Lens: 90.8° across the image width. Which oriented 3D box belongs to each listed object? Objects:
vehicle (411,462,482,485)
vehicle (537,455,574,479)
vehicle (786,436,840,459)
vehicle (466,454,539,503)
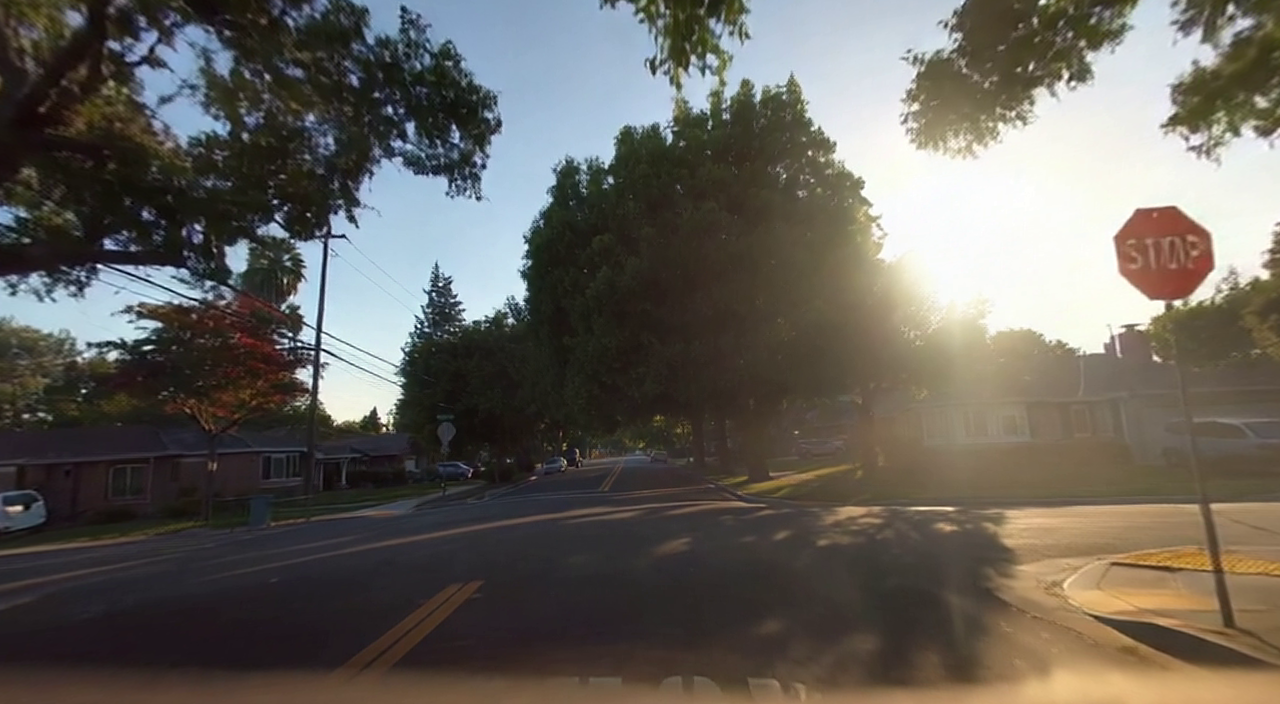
[{"bbox_3d":[-14.138,8.884,46.217,4.601,1.486,1.876,-2,-9,12],"label":"vehicle"},{"bbox_3d":[-6.512,8.898,48.908,2.133,1.525,4.401,-3,-8,1],"label":"vehicle"},{"bbox_3d":[12.406,6.854,45.468,3.563,1.551,1.916,-2,-9,12],"label":"vehicle"},{"bbox_3d":[-6.201,5.735,29.040,2.149,1.823,4.613,-6,-9,1],"label":"vehicle"}]
